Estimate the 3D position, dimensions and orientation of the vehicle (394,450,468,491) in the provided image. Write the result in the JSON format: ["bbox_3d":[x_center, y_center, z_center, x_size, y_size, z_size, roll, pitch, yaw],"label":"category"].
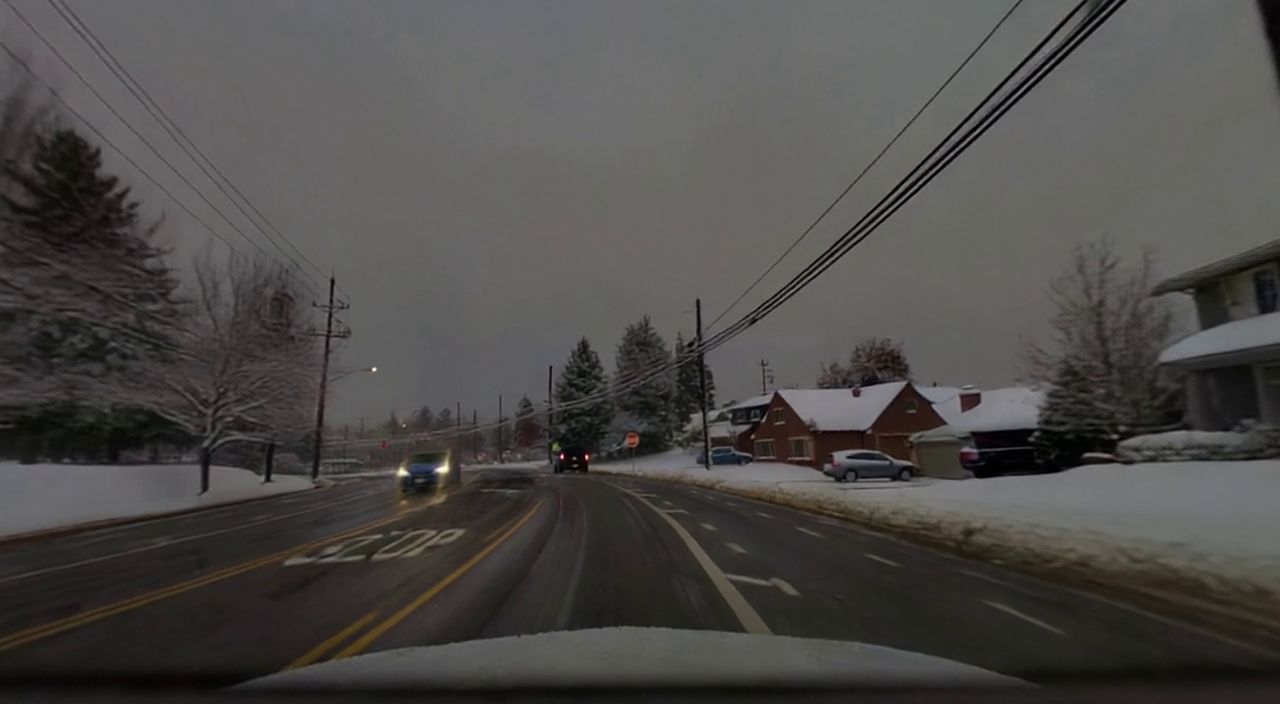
[{"bbox_3d":[-8.568,4.870,26.250,2.003,1.483,4.545,1,-9,-7],"label":"vehicle"}]

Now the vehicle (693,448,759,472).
[{"bbox_3d":[6.487,8.163,47.653,4.582,1.707,1.934,2,-9,-15],"label":"vehicle"}]

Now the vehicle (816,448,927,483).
[{"bbox_3d":[10.659,5.228,29.139,4.383,1.508,1.884,1,-9,-8],"label":"vehicle"}]

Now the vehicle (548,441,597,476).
[{"bbox_3d":[-4.043,6.169,36.972,2.284,1.741,4.702,4,-8,-11],"label":"vehicle"}]
